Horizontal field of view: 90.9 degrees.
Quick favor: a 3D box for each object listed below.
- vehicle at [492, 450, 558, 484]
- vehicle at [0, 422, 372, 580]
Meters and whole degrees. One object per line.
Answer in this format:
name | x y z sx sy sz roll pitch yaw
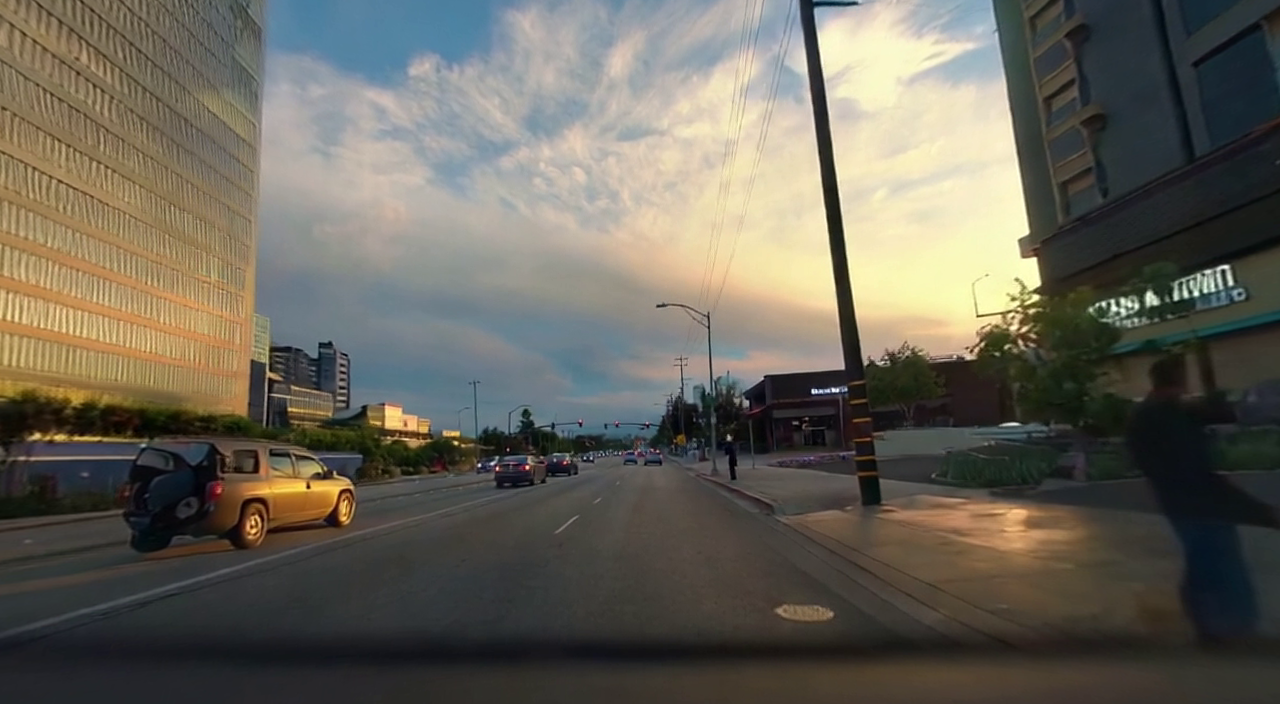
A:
vehicle | -5.362 5.417 30.017 2.030 1.488 4.650 -1 -9 3
vehicle | -6.065 2.017 9.333 2.007 1.698 4.759 0 -9 1
